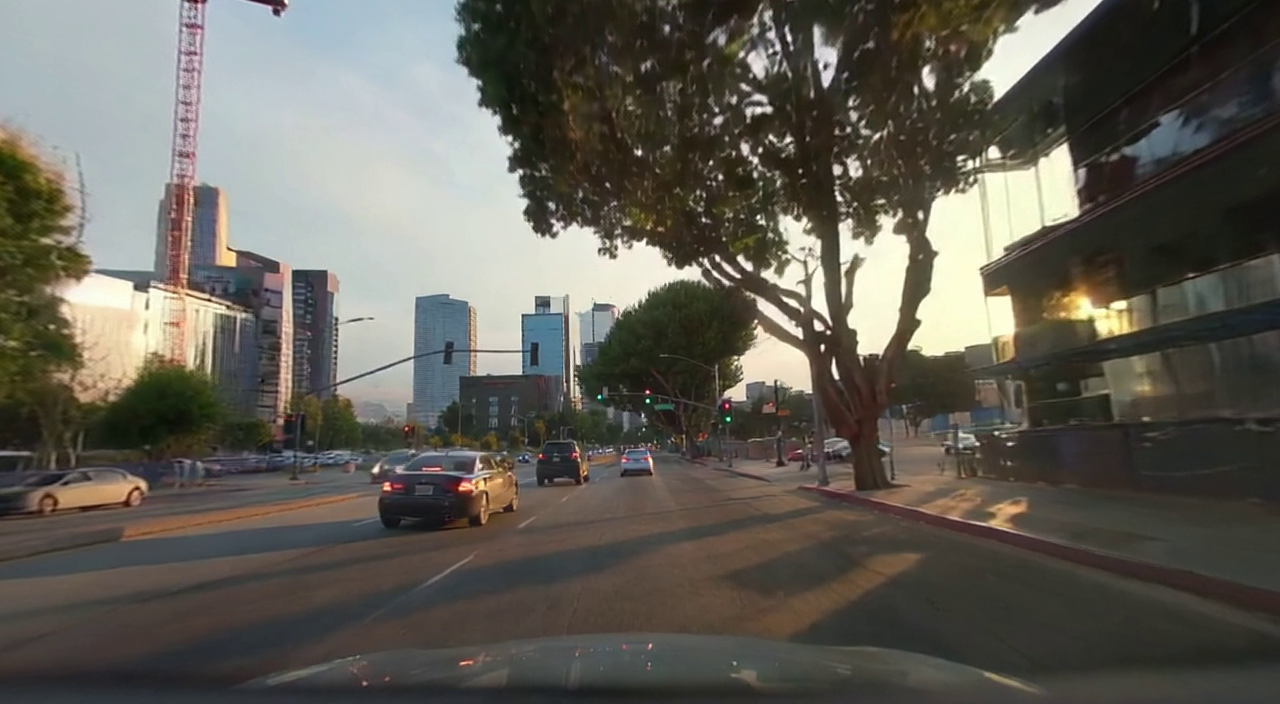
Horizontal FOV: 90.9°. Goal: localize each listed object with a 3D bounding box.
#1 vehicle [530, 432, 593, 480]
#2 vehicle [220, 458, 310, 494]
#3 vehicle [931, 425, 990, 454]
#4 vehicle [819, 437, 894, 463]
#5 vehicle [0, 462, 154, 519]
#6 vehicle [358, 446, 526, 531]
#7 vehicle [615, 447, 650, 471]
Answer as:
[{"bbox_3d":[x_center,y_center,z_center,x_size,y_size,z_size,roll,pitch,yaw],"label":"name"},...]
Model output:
[{"bbox_3d":[-3.578,4.847,29.593,2.240,2.054,4.662,0,-9,1],"label":"vehicle"},{"bbox_3d":[-19.449,6.418,32.950,1.965,1.539,4.461,-5,-9,1],"label":"vehicle"},{"bbox_3d":[23.378,6.393,45.813,2.304,1.936,5.023,-9,-12,43],"label":"vehicle"},{"bbox_3d":[13.348,6.031,38.952,4.061,1.465,1.803,2,-8,-18],"label":"vehicle"},{"bbox_3d":[-19.466,4.563,21.253,1.993,1.552,5.039,-1,-9,2],"label":"vehicle"},{"bbox_3d":[-3.748,2.657,12.944,1.959,1.406,4.527,0,-9,0],"label":"vehicle"},{"bbox_3d":[-0.434,6.950,41.207,2.171,1.422,4.146,0,-9,0],"label":"vehicle"}]
